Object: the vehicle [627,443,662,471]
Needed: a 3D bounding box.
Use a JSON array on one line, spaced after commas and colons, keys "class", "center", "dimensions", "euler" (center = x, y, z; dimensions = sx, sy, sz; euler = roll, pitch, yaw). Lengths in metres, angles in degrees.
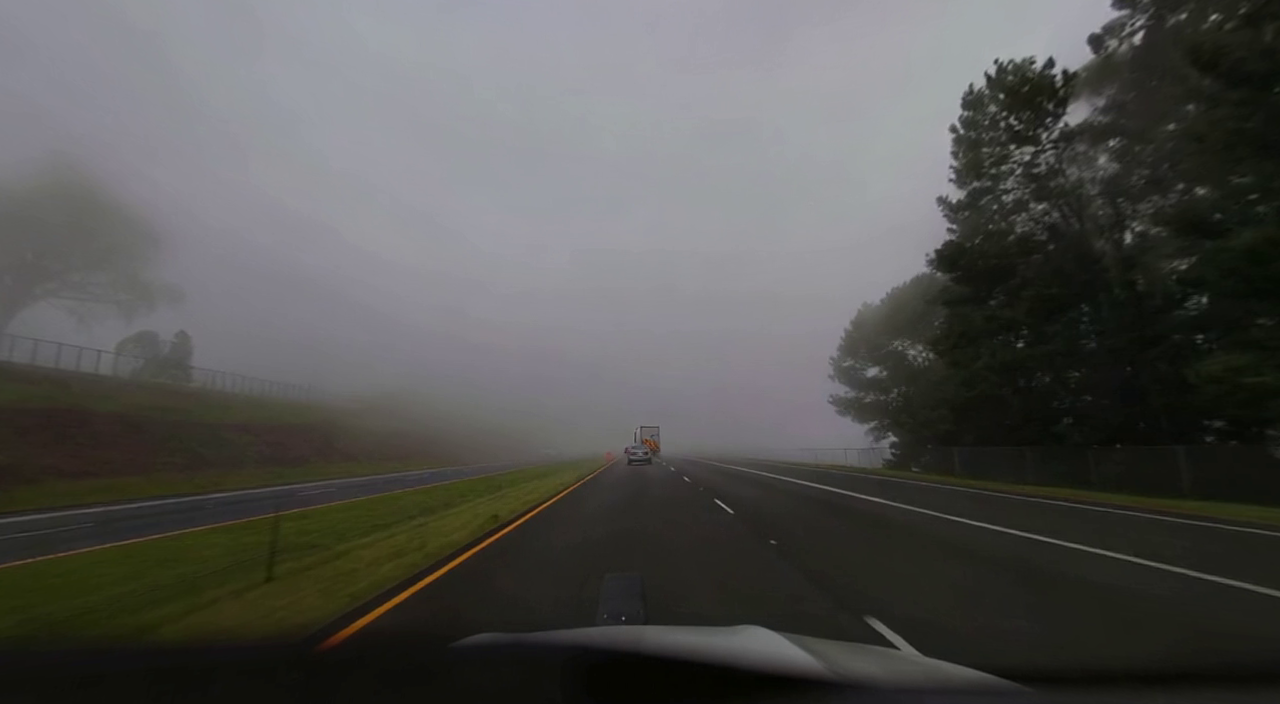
[{"class": "vehicle", "center": [0.256, 6.432, 38.818], "dimensions": [2.065, 1.573, 3.734], "euler": [0, -9, -1]}]
